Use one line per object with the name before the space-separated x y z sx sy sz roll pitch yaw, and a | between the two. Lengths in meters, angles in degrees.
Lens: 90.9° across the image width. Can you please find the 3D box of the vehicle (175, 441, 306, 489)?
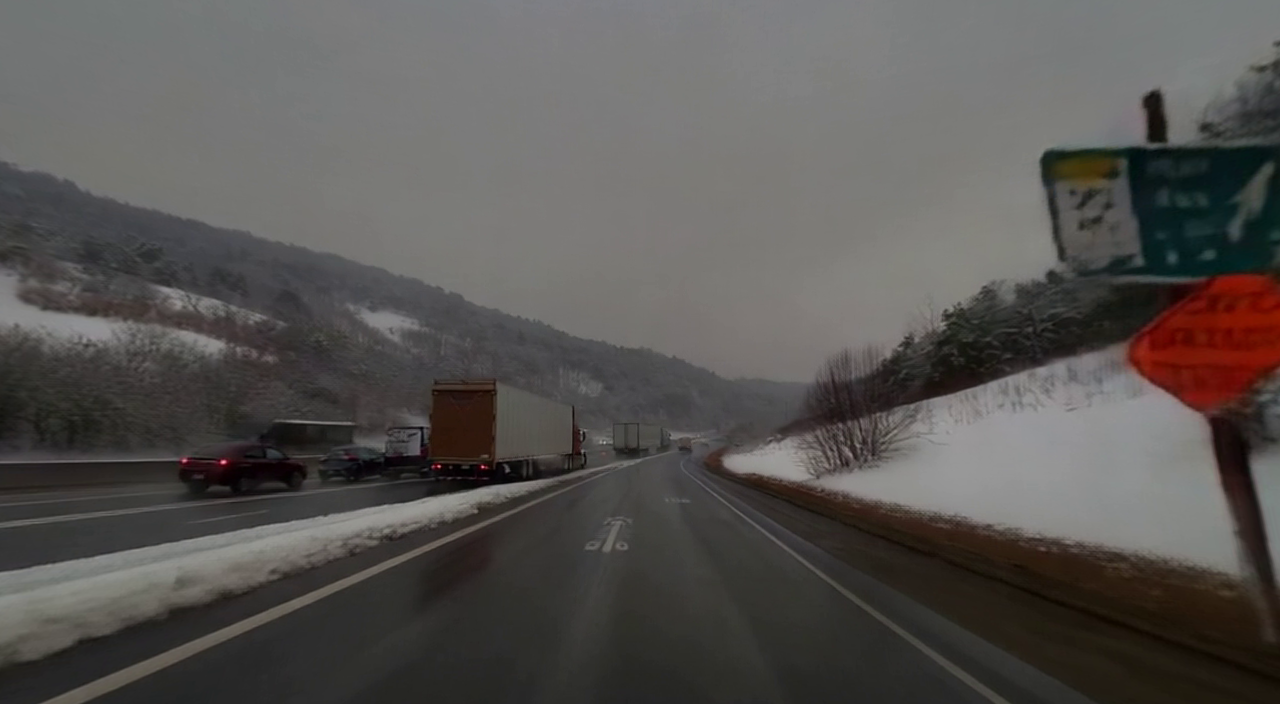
vehicle | -15.509 4.399 24.799 1.943 1.662 4.283 -1 -9 8

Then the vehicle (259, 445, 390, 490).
vehicle | -11.680 4.292 23.794 1.925 1.493 4.864 -1 -9 8

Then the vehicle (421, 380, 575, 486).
vehicle | -6.239 4.247 31.636 2.848 4.067 14.314 -1 -9 7
